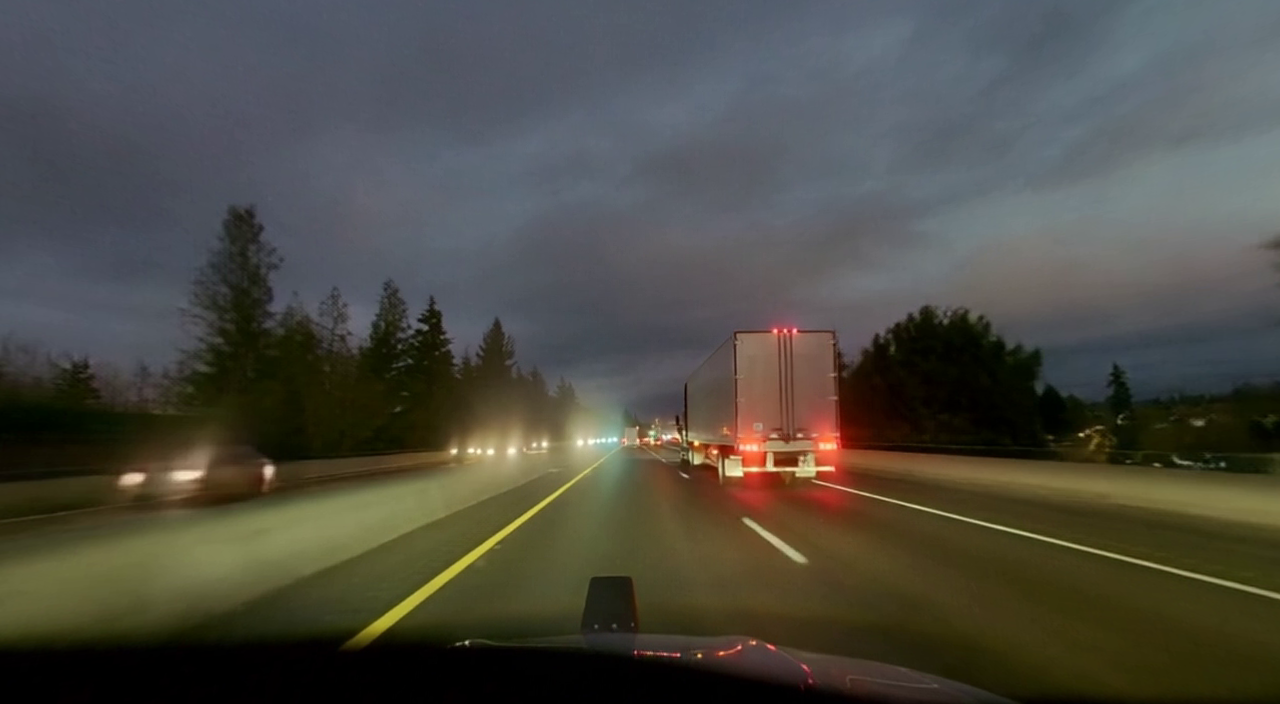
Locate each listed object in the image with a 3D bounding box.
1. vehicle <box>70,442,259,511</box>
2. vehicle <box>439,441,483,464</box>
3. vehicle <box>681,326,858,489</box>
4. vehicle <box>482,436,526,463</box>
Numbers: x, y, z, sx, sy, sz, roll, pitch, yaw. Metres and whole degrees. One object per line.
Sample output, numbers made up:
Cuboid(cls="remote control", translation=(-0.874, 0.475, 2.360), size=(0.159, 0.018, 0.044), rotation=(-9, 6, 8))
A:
Cuboid(cls="vehicle", translation=(-12.863, 3.341, 17.478), size=(1.929, 1.605, 4.299), rotation=(0, -8, -1))
Cuboid(cls="vehicle", translation=(-12.696, 7.120, 44.915), size=(1.848, 1.532, 4.400), rotation=(0, -8, 0))
Cuboid(cls="vehicle", translation=(3.579, 2.256, 22.292), size=(3.038, 3.975, 13.887), rotation=(0, -8, -1))
Cuboid(cls="vehicle", translation=(-8.346, 6.027, 39.016), size=(1.930, 1.542, 3.943), rotation=(1, -7, -1))
